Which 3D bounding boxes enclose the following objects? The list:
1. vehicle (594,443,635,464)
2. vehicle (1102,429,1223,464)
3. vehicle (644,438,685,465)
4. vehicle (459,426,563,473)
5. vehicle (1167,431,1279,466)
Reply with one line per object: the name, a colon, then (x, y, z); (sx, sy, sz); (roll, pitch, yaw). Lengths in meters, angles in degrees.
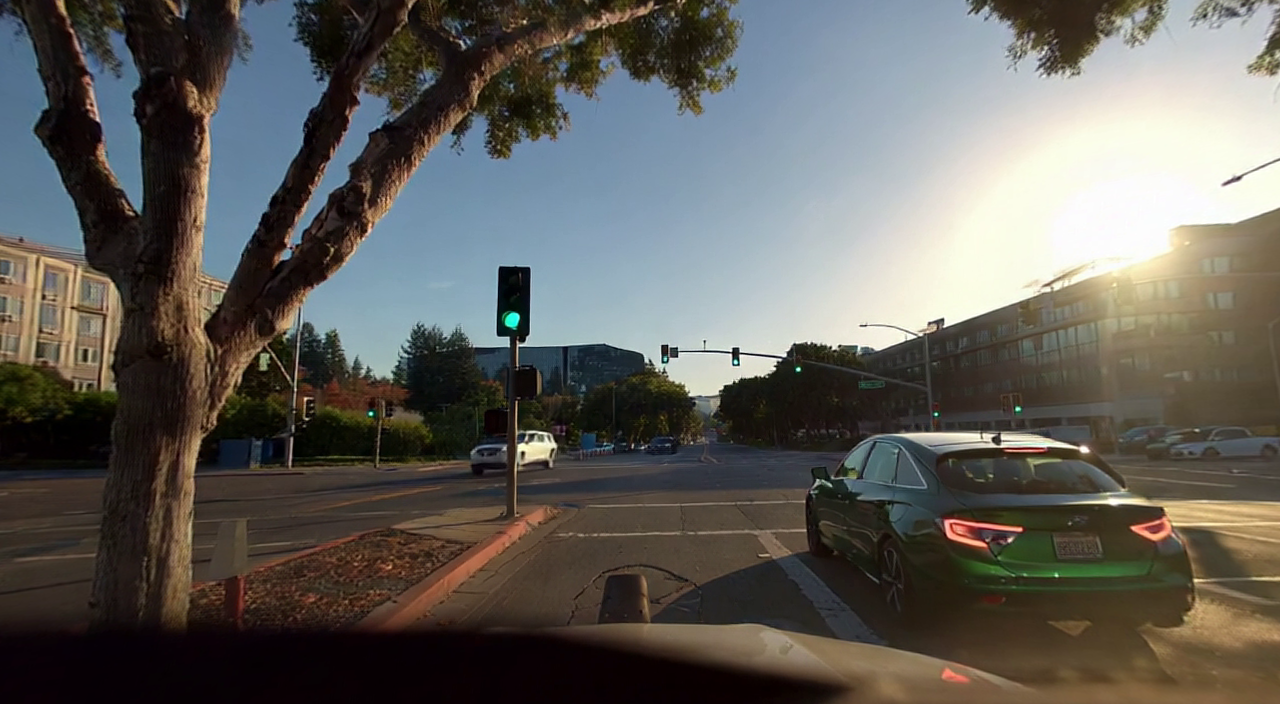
vehicle: (-1.844, 7.436, 46.501); (2.076, 1.476, 3.873); (-2, -8, 13)
vehicle: (25.921, 4.674, 31.352); (4.441, 1.674, 2.035); (1, -8, -8)
vehicle: (1.741, 6.774, 43.256); (2.197, 1.739, 4.177); (-2, -8, 10)
vehicle: (-6.830, 5.404, 35.199); (2.775, 2.246, 9.043); (-1, -8, 8)
vehicle: (26.289, 4.246, 27.890); (4.644, 1.470, 1.922); (1, -8, -10)
